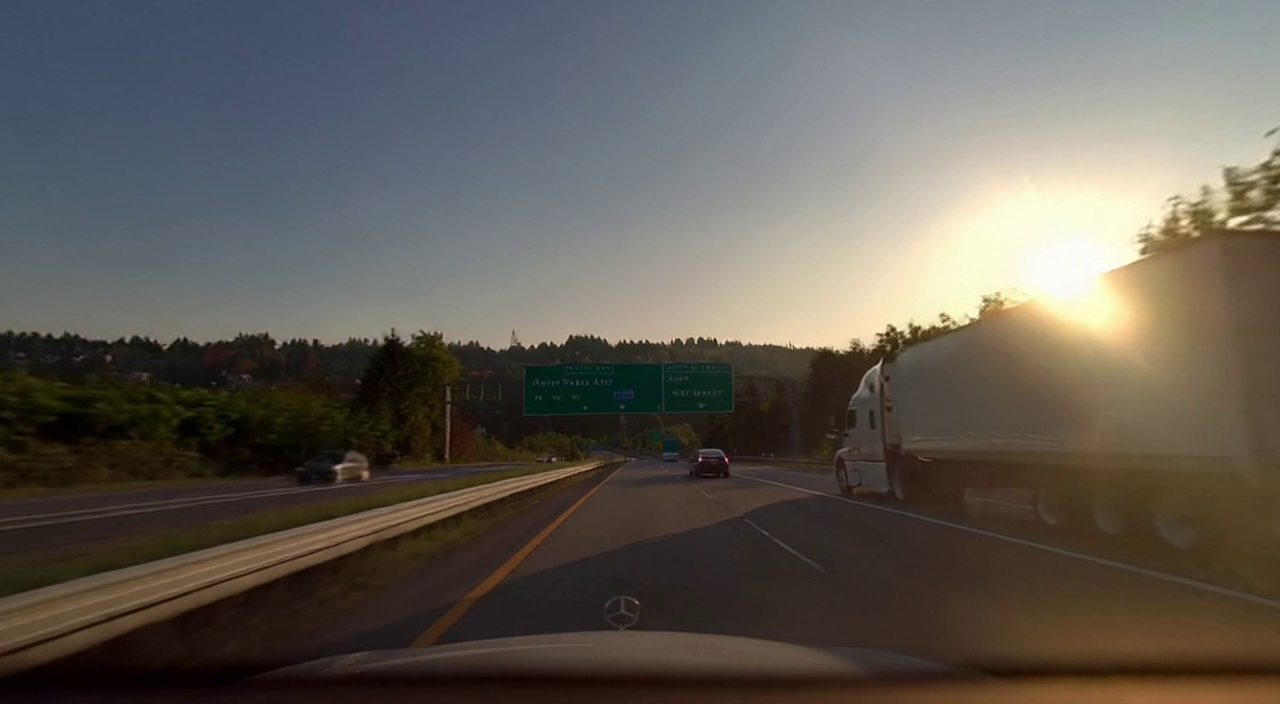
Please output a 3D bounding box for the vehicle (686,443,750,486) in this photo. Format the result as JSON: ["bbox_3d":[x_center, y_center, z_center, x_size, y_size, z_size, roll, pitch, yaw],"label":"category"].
[{"bbox_3d":[3.042,4.495,25.325,2.024,1.579,3.707,0,-9,-1],"label":"vehicle"}]

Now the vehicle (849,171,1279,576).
[{"bbox_3d":[7.875,1.078,11.951,2.907,4.042,13.858,0,-9,-1],"label":"vehicle"}]

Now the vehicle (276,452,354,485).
[{"bbox_3d":[-15.430,5.536,30.060,1.795,1.421,3.668,0,-9,0],"label":"vehicle"}]
